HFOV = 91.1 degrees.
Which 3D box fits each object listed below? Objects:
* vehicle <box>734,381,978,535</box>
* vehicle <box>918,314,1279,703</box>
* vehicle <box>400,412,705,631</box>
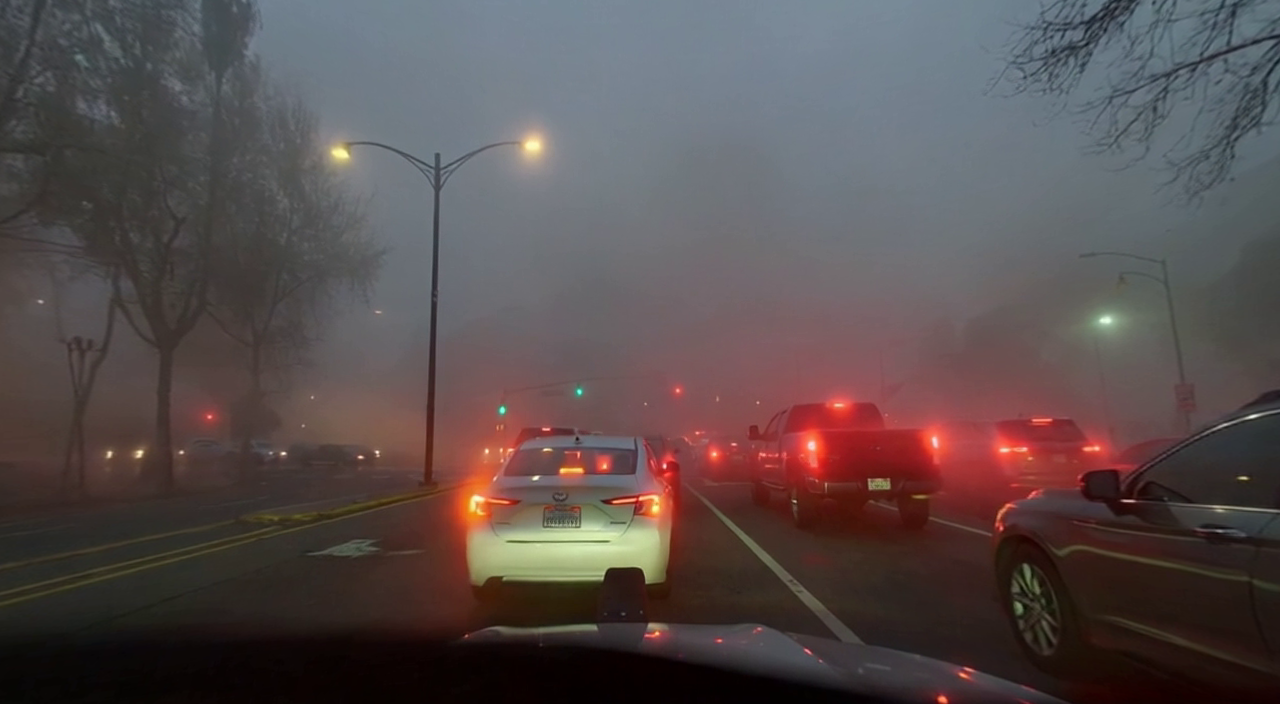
[{"bbox_3d":[3.533,1.950,11.972,2.497,2.186,5.890,0,-9,0],"label":"vehicle"},{"bbox_3d":[3.161,0.793,2.417,2.024,1.723,4.714,0,-9,0],"label":"vehicle"},{"bbox_3d":[-0.582,1.527,6.668,2.172,1.536,4.250,0,-9,1],"label":"vehicle"}]
